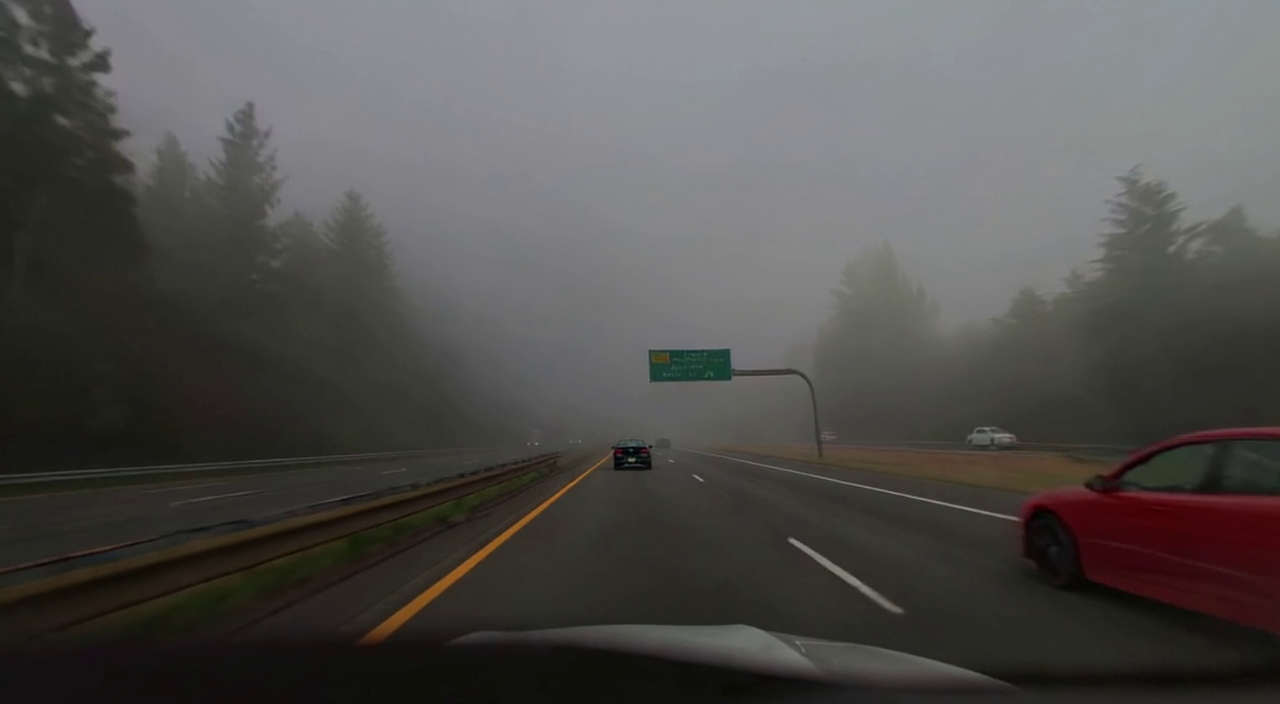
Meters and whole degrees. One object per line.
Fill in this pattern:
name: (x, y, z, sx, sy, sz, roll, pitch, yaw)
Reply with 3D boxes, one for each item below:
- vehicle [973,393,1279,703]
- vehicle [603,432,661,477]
vehicle: (4.109, 1.029, 3.561, 2.010, 1.508, 4.285, 0, -8, -1)
vehicle: (-0.283, 3.634, 22.690, 1.897, 1.479, 3.724, 0, -8, -1)
